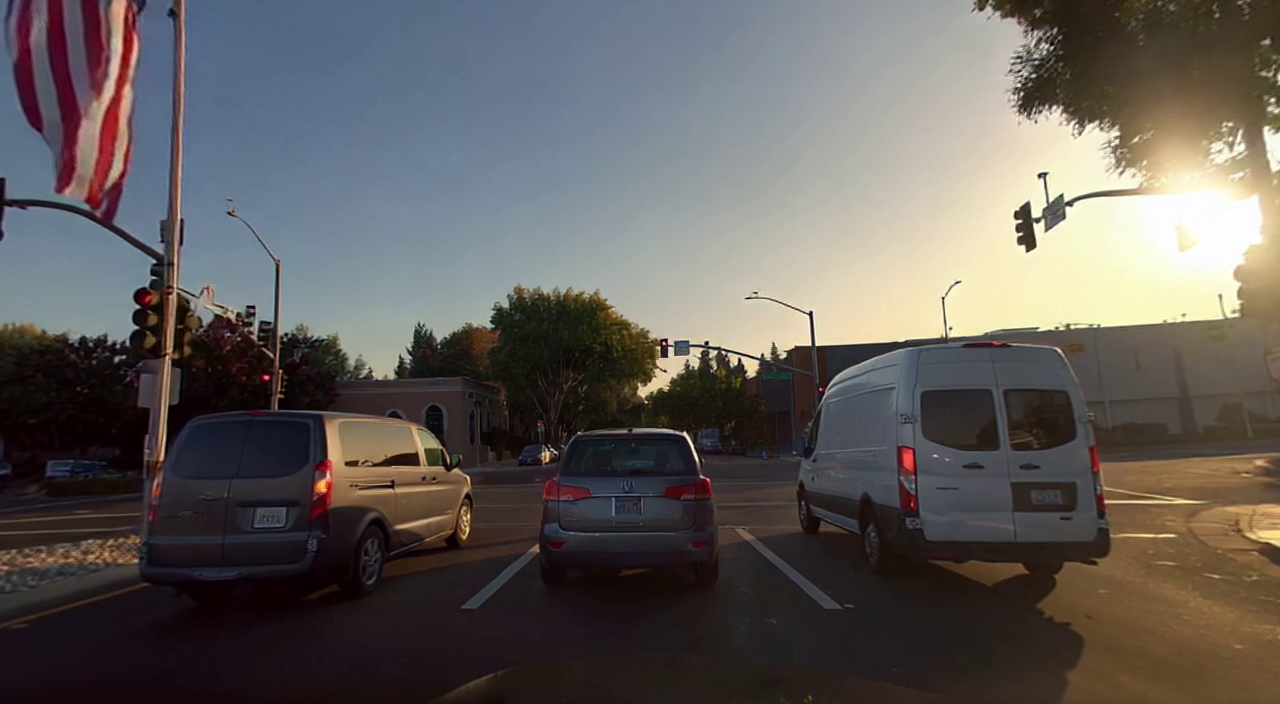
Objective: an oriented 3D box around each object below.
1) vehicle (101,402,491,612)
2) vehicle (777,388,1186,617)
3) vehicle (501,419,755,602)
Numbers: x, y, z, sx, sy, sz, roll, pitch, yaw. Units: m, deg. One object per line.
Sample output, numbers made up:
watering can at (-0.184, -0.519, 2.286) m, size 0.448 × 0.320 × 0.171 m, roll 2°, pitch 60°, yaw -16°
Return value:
vehicle at (-3.294, 1.559, 7.195) m, size 2.024 × 1.677 × 3.998 m, roll -1°, pitch -9°, yaw 3°
vehicle at (3.100, 1.483, 7.117) m, size 2.178 × 1.746 × 4.400 m, roll 0°, pitch -9°, yaw 1°
vehicle at (-0.139, 1.622, 7.351) m, size 2.098 × 1.494 × 4.118 m, roll 0°, pitch -9°, yaw -1°
